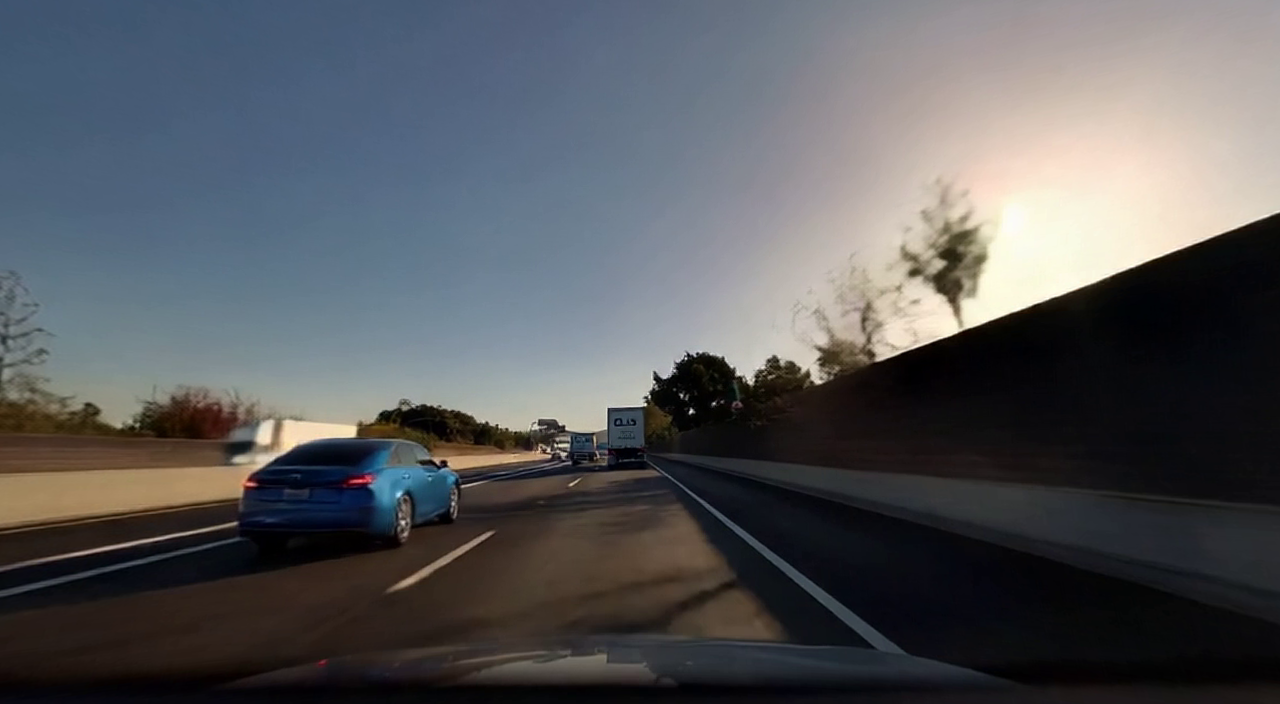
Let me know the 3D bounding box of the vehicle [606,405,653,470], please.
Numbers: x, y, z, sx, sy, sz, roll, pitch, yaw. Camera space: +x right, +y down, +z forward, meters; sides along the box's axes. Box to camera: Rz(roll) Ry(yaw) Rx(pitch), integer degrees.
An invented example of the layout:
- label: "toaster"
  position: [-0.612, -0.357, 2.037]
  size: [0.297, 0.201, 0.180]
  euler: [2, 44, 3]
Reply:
- label: "vehicle"
  position: [-0.726, 6.088, 44.125]
  size: [2.923, 4.007, 9.760]
  euler: [0, -9, -1]

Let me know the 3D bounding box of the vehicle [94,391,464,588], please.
- label: "vehicle"
  position: [-4.305, 1.760, 8.883]
  size: [2.226, 1.935, 5.130]
  euler: [0, -9, -1]
